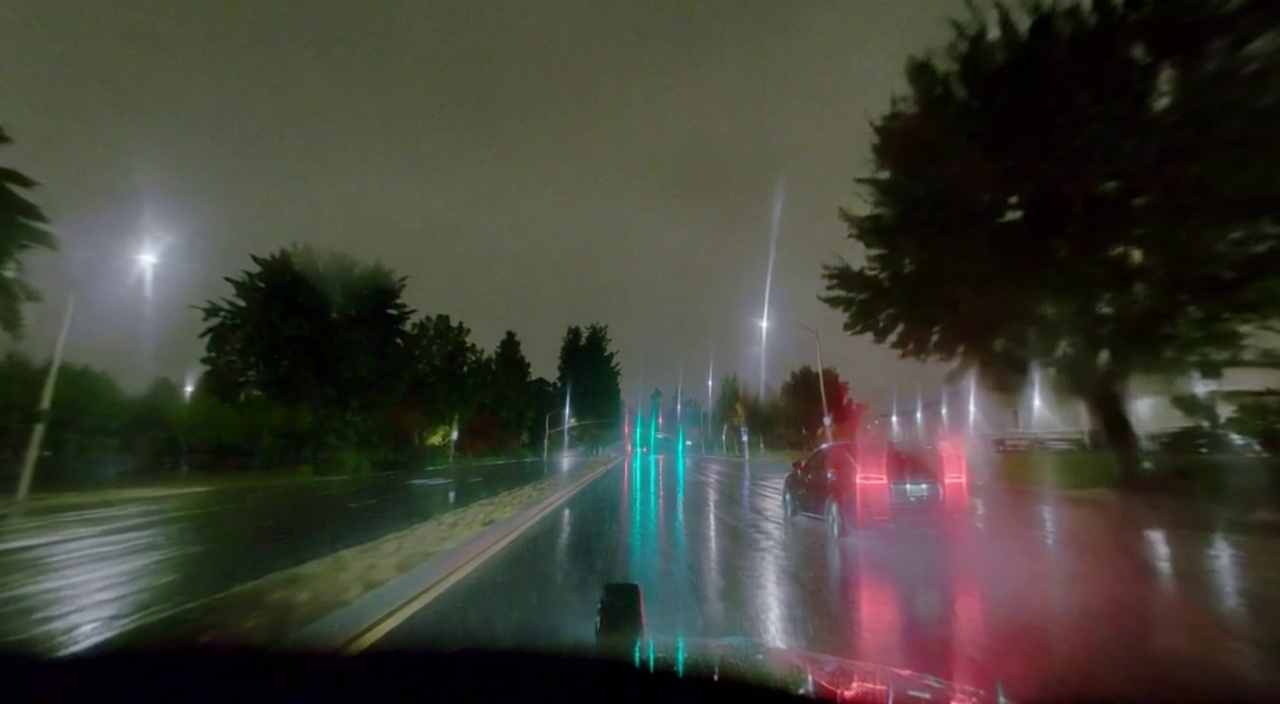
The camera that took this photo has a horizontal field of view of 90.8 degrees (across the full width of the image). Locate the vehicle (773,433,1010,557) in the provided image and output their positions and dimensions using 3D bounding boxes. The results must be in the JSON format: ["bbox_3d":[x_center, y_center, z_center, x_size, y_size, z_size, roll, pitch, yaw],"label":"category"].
[{"bbox_3d":[3.435,2.017,9.616,1.852,1.453,4.083,0,-9,-1],"label":"vehicle"}]
